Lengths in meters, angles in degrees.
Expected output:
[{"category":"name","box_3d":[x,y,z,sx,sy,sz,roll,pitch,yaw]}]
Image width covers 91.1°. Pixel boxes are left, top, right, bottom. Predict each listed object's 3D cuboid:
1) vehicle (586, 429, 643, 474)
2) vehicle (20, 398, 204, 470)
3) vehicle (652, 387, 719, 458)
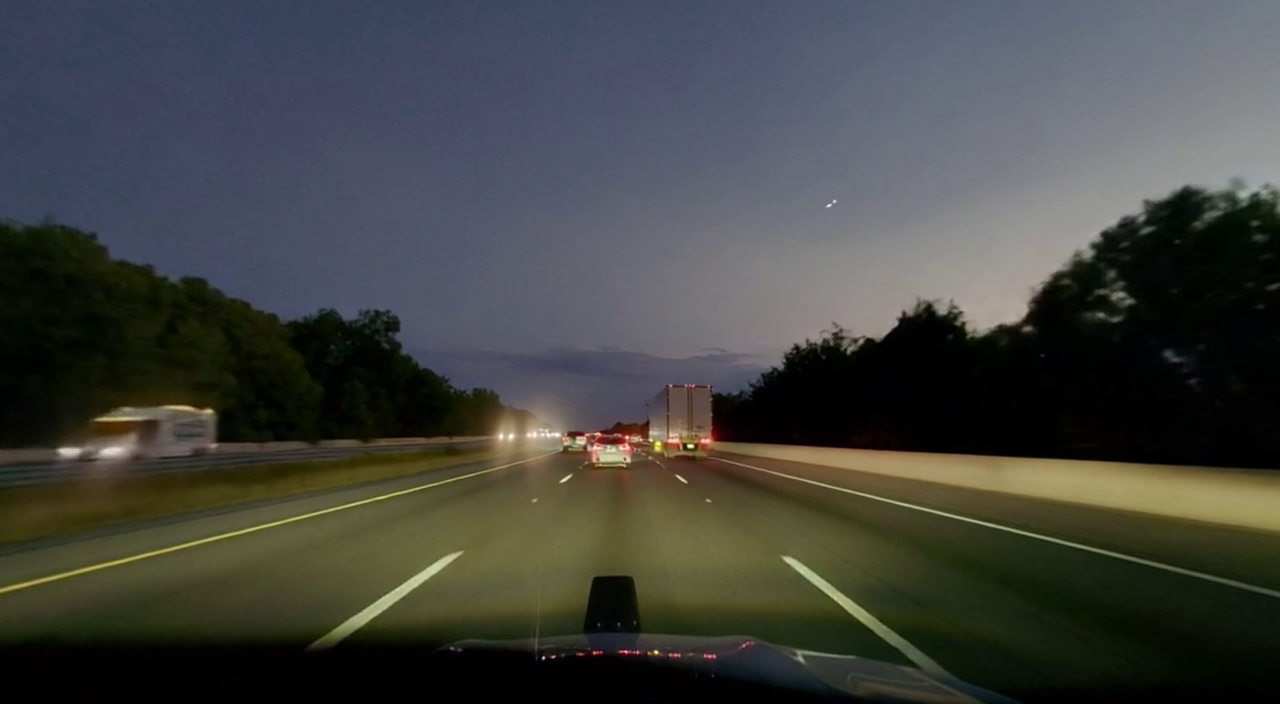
[{"category":"vehicle","box_3d":[-0.980,3.883,24.698,2.048,1.563,4.087,0,-8,-2]},{"category":"vehicle","box_3d":[-21.564,3.434,26.170,2.466,2.638,6.001,0,-8,-1]},{"category":"vehicle","box_3d":[2.806,5.158,44.209,2.946,4.111,14.652,0,-8,-3]}]
